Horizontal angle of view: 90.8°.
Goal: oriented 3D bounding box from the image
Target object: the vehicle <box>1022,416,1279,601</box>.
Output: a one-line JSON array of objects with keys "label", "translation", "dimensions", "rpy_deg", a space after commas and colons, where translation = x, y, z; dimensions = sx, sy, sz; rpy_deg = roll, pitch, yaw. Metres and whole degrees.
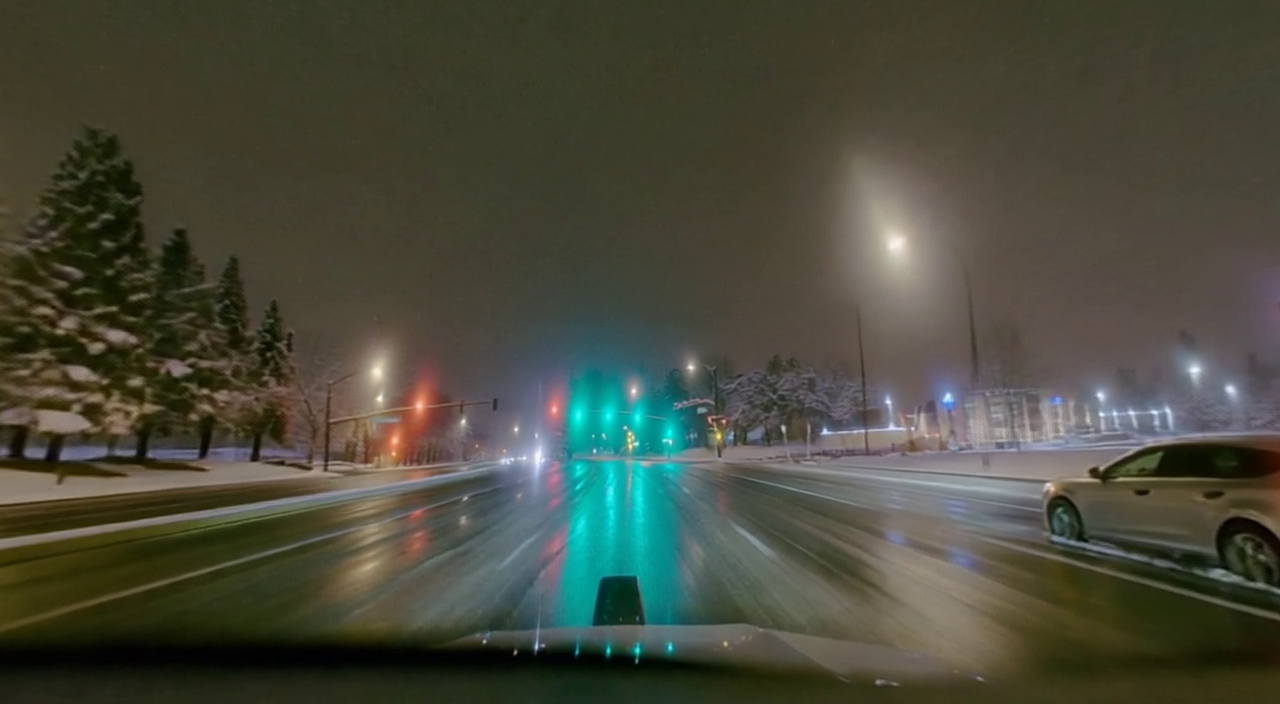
[{"label": "vehicle", "translation": [6.236, 1.429, 6.194], "dimensions": [2.070, 1.491, 4.575], "rpy_deg": [0, -9, -1]}]
